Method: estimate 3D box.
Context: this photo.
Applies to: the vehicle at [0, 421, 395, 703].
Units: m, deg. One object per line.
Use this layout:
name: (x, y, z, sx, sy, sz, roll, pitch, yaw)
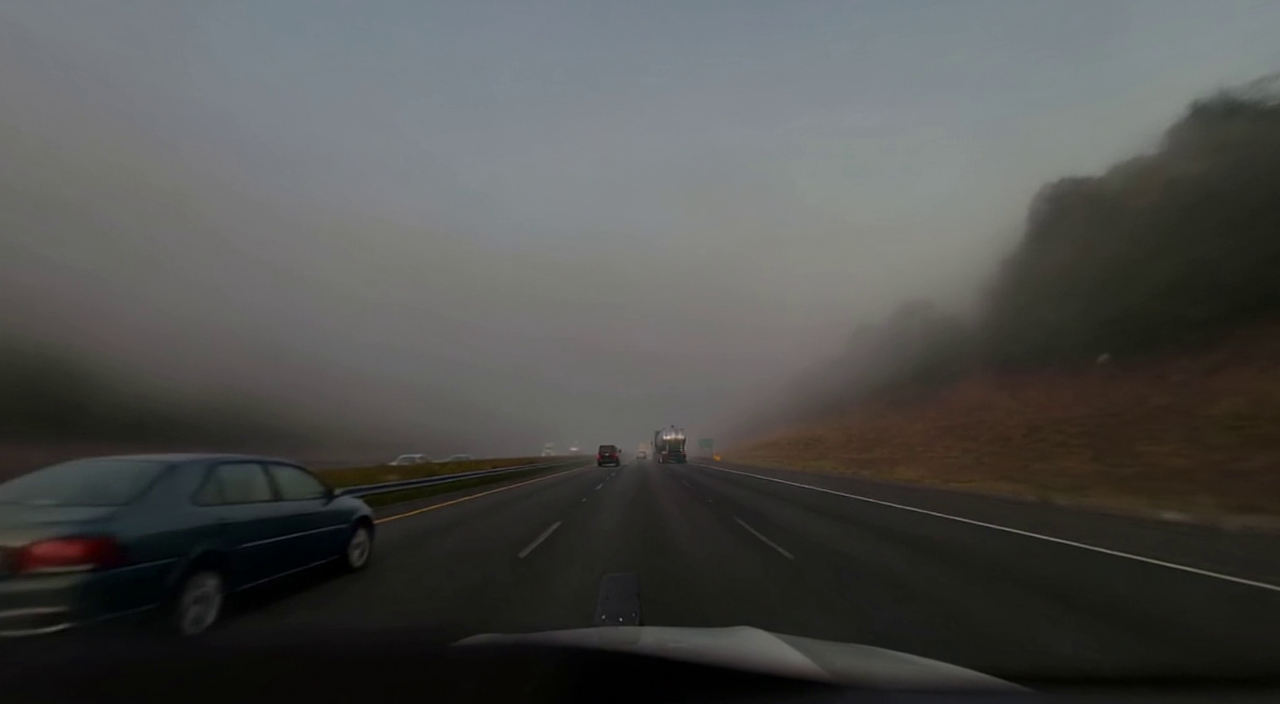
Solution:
vehicle: (-3.662, 1.372, 4.782, 2.013, 1.498, 3.908, -1, -9, 0)
